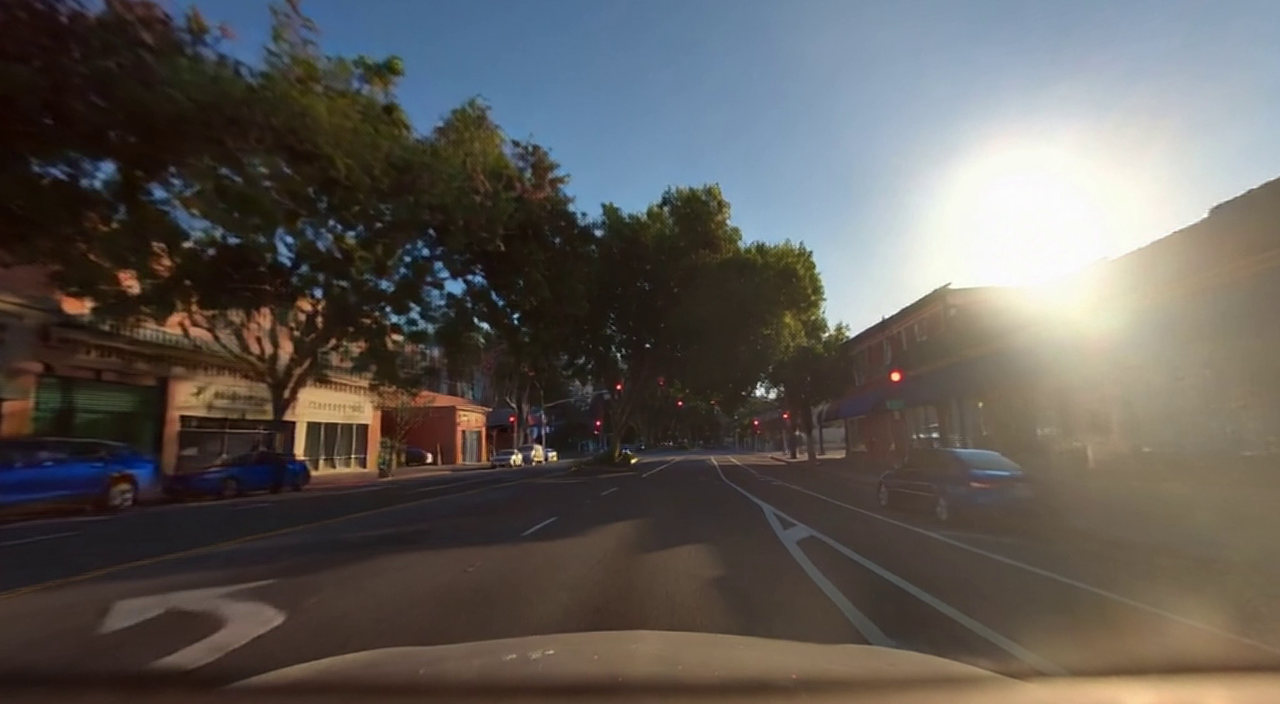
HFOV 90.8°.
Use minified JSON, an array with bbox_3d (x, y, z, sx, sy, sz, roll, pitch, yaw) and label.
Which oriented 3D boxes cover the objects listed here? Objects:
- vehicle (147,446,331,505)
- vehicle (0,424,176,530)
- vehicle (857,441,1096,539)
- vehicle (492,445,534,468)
[{"bbox_3d":[-11.682,3.588,18.940,1.894,1.493,4.902,-1,-9,6],"label":"vehicle"},{"bbox_3d":[-12.398,2.476,12.906,2.083,1.882,4.642,0,-9,3],"label":"vehicle"},{"bbox_3d":[6.082,2.517,12.419,2.010,1.473,5.353,0,-9,3],"label":"vehicle"},{"bbox_3d":[-8.818,7.308,44.212,1.868,1.520,3.796,-1,-9,5],"label":"vehicle"}]
